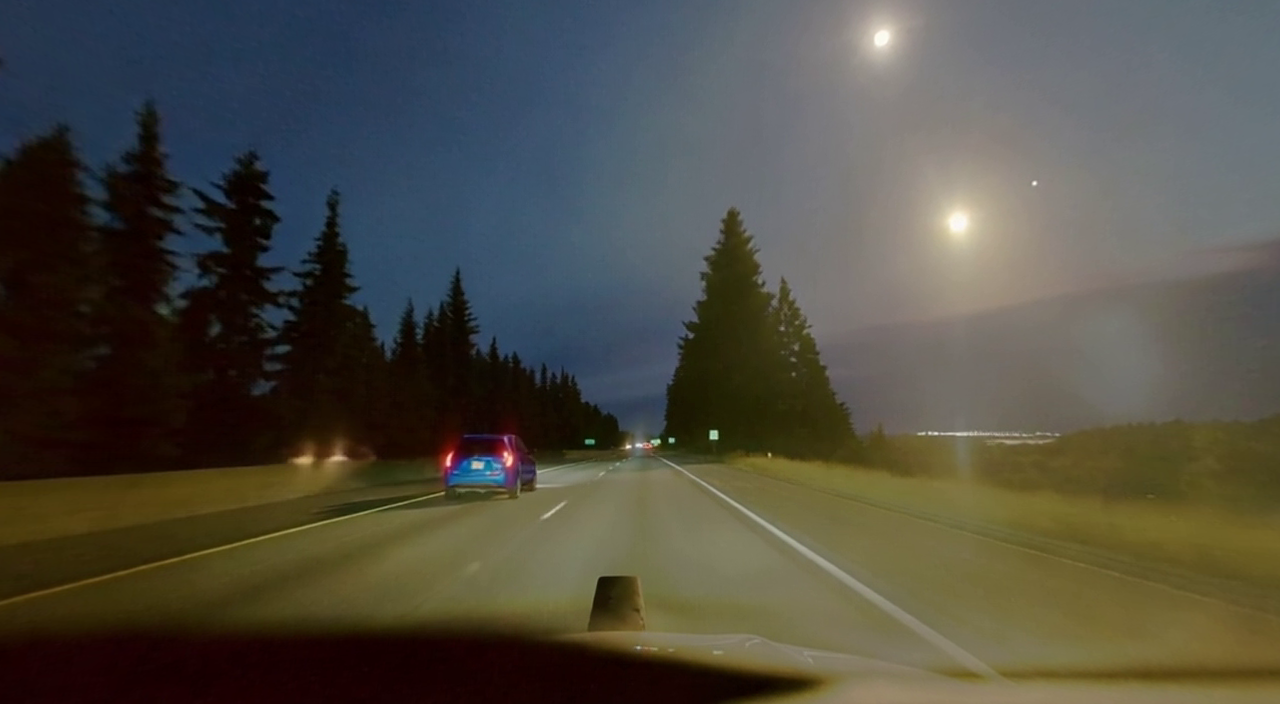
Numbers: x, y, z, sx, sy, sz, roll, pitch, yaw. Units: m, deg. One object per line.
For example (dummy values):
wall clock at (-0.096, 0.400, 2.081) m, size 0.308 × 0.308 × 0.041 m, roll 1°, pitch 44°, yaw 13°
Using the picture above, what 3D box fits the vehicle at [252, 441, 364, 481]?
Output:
vehicle at (-13.724, 4.509, 26.363) m, size 2.115 × 1.526 × 4.674 m, roll 0°, pitch -8°, yaw 1°

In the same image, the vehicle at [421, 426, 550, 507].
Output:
vehicle at (-3.726, 2.849, 16.123) m, size 2.084 × 1.752 × 4.479 m, roll 0°, pitch -8°, yaw 1°
